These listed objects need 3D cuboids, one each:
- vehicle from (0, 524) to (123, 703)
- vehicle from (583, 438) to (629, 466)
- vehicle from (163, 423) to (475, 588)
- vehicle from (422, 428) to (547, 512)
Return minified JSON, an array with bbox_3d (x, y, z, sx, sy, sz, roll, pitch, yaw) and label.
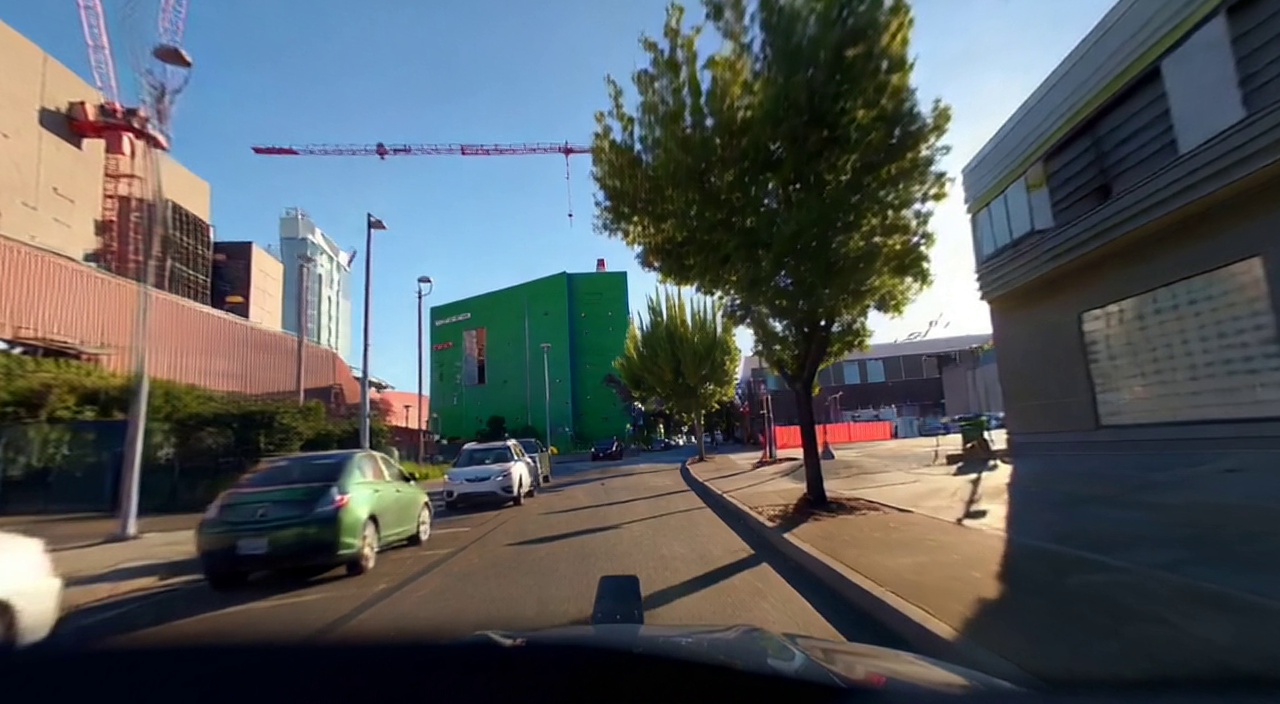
[{"bbox_3d":[-3.994,1.297,2.017,1.741,0.964,3.497,0,-8,0],"label":"vehicle"},{"bbox_3d":[-2.083,6.286,39.803,1.967,1.646,4.192,-2,-8,10],"label":"vehicle"},{"bbox_3d":[-3.787,1.837,8.491,1.980,1.635,4.153,0,-8,0],"label":"vehicle"},{"bbox_3d":[-3.529,2.736,15.156,2.026,1.699,4.224,0,-8,-1],"label":"vehicle"}]
